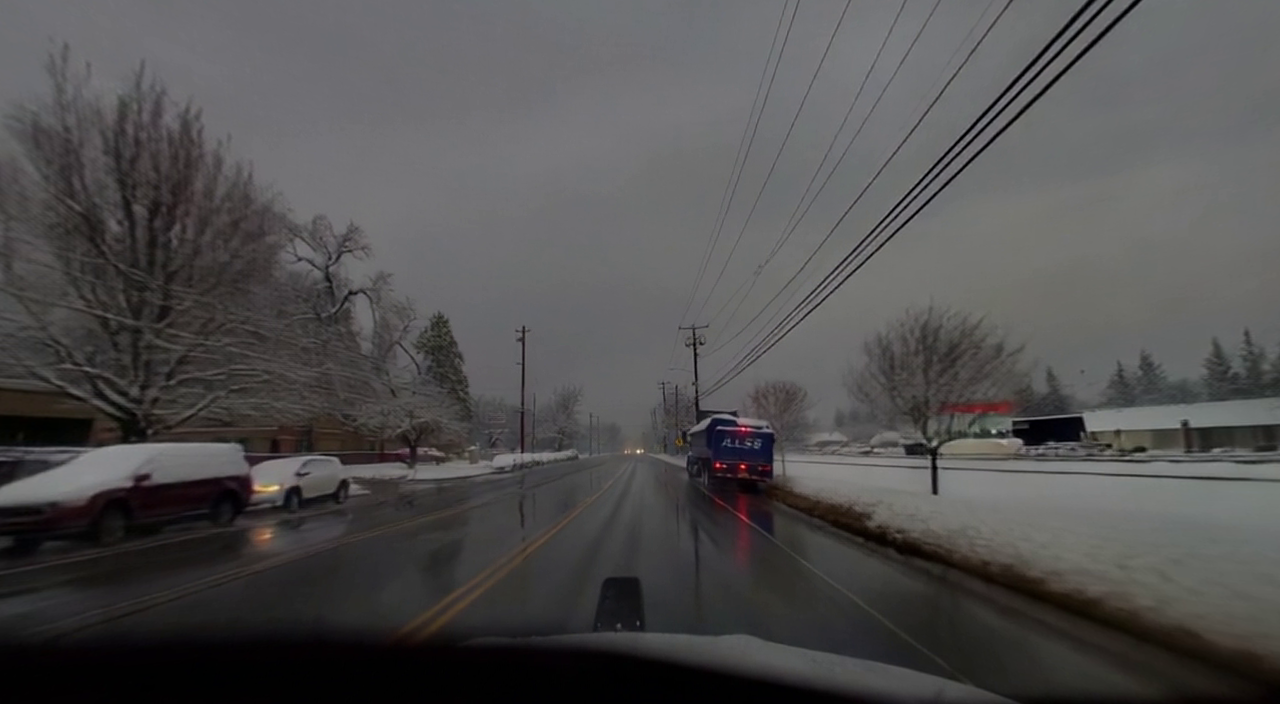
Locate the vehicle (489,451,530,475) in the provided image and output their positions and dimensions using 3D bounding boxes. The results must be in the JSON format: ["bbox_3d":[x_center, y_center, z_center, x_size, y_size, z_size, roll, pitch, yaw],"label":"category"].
[{"bbox_3d":[-8.655,7.400,42.280,1.939,1.480,4.632,0,-9,-2],"label":"vehicle"}]

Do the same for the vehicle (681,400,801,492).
[{"bbox_3d":[3.767,3.933,26.379,3.168,3.106,9.350,0,-9,-2],"label":"vehicle"}]

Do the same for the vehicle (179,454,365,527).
[{"bbox_3d":[-8.970,3.367,16.000,1.864,1.529,4.677,0,-9,1],"label":"vehicle"}]

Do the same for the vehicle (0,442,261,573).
[{"bbox_3d":[-9.087,2.481,11.022,1.938,1.756,4.686,0,-9,1],"label":"vehicle"}]
